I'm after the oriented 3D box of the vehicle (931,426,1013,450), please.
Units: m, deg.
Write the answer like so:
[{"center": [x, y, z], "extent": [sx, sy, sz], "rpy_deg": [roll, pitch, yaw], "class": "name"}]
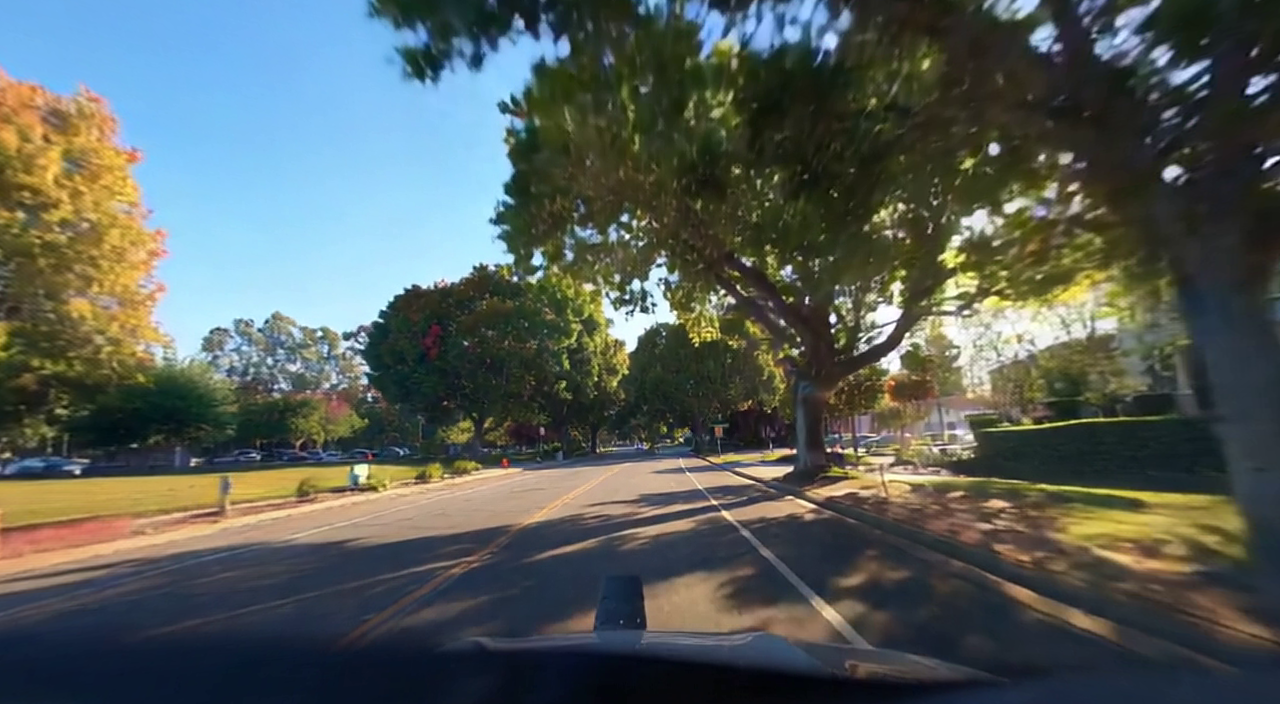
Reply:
[{"center": [21.719, 5.634, 41.420], "extent": [4.293, 1.473, 1.843], "rpy_deg": [-1, -6, 3], "class": "vehicle"}]
